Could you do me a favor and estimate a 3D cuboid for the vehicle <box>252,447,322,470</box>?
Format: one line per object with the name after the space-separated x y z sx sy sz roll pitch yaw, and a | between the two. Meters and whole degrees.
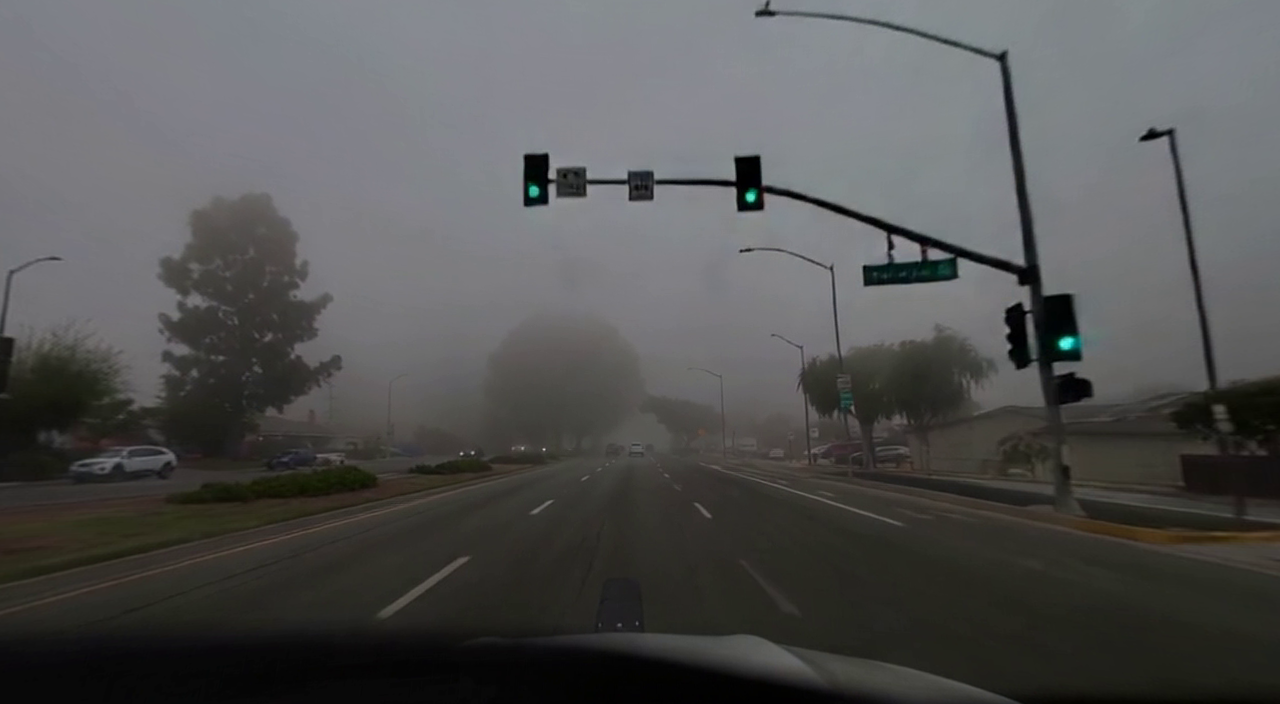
-24.777 7.474 44.576 1.916 1.524 4.993 -1 -8 3 | vehicle

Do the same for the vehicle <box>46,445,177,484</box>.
-25.136 5.328 30.353 1.908 1.719 4.972 0 -8 1 | vehicle
